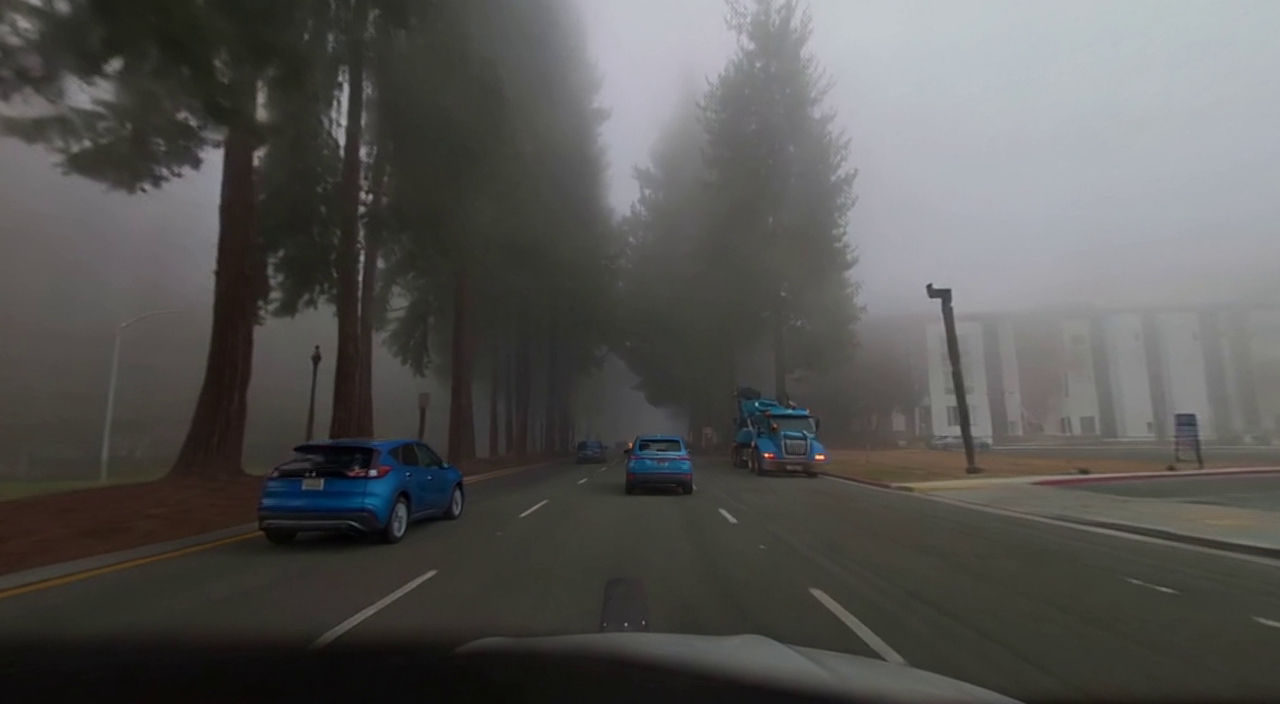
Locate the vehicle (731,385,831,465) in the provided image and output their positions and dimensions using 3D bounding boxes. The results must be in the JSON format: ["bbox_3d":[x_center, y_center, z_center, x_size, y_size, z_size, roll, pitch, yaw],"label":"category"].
[{"bbox_3d":[5.826,3.226,27.118,2.736,3.078,5.825,0,-8,-2],"label":"vehicle"}]

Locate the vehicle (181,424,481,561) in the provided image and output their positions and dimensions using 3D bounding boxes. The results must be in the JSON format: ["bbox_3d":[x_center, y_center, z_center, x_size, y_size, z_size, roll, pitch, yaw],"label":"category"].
[{"bbox_3d":[-4.050,1.920,9.457,2.003,1.507,4.808,0,-8,1],"label":"vehicle"}]

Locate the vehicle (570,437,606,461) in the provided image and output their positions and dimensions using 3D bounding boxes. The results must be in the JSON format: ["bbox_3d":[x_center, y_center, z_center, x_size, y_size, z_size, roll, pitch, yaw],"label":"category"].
[{"bbox_3d":[-3.680,6.938,45.288,2.062,1.641,4.193,0,-8,2],"label":"vehicle"}]

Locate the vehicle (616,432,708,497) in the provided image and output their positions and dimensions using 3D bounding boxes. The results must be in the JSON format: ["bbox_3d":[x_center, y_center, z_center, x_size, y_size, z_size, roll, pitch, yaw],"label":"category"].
[{"bbox_3d":[0.496,2.864,16.391,2.086,1.466,4.026,0,-8,0],"label":"vehicle"}]
